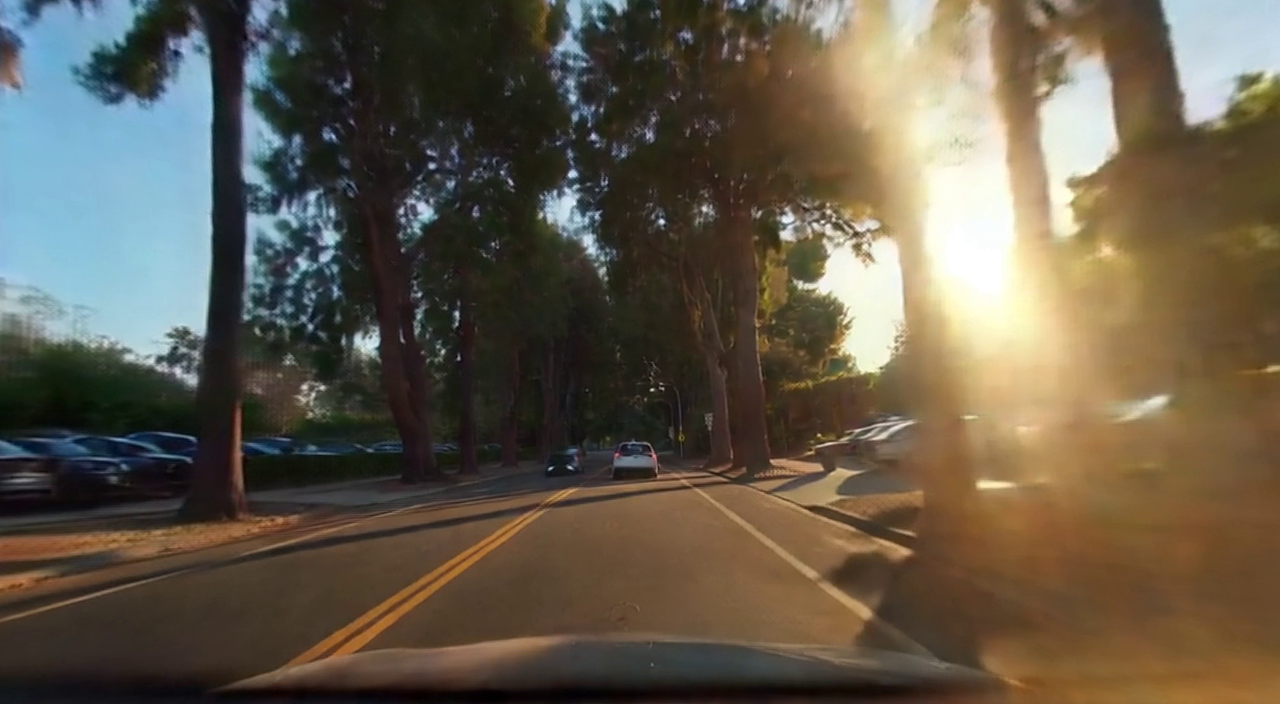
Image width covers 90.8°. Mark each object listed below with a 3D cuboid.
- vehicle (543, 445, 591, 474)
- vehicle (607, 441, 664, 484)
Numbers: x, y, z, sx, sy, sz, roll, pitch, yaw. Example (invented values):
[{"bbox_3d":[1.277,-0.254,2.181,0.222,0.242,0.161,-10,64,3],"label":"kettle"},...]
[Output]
[{"bbox_3d":[-3.901,5.835,34.649,2.028,1.464,4.602,-1,-8,1],"label":"vehicle"},{"bbox_3d":[-0.209,4.496,26.100,2.152,1.574,4.223,0,-8,-1],"label":"vehicle"}]
